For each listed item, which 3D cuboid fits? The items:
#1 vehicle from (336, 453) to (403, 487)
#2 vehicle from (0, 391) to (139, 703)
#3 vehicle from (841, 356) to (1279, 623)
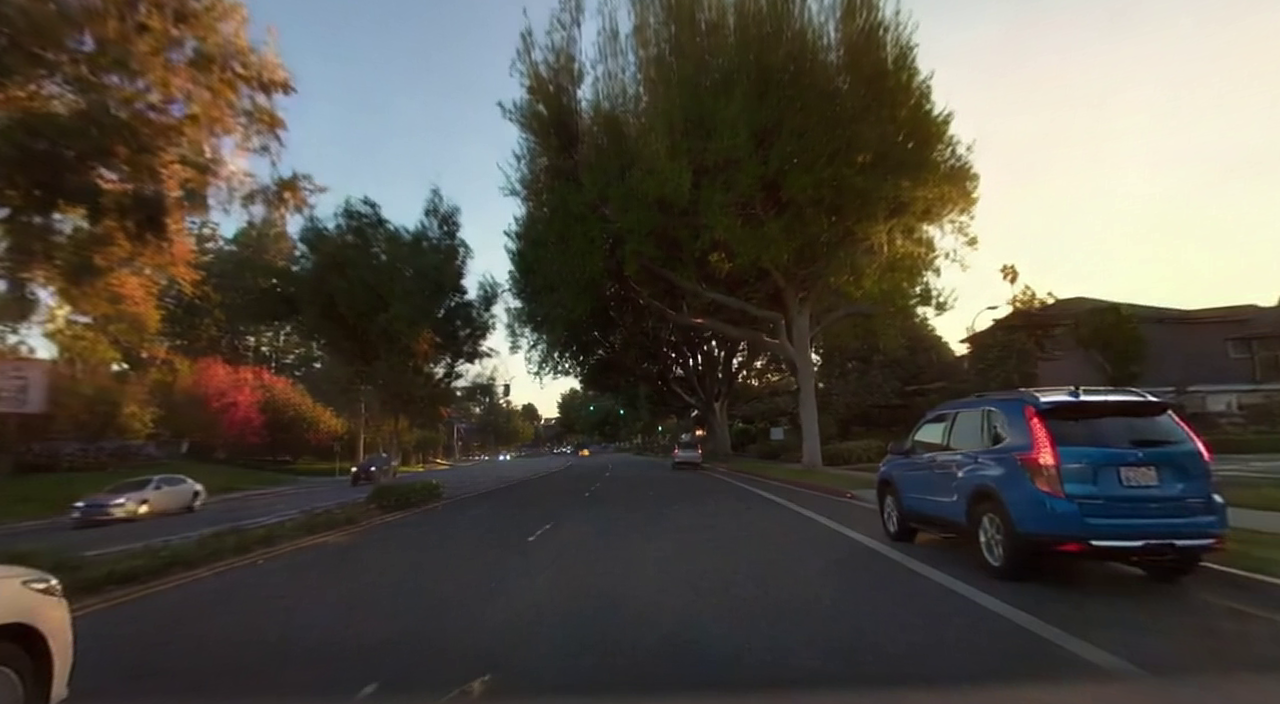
[{"bbox_3d":[-15.083,6.579,35.430,2.077,1.704,4.602,1,-9,-6],"label":"vehicle"},{"bbox_3d":[-3.724,0.763,1.033,2.058,1.659,4.514,0,-9,0],"label":"vehicle"},{"bbox_3d":[4.476,1.475,7.761,2.338,2.063,5.592,-1,-9,2],"label":"vehicle"}]
